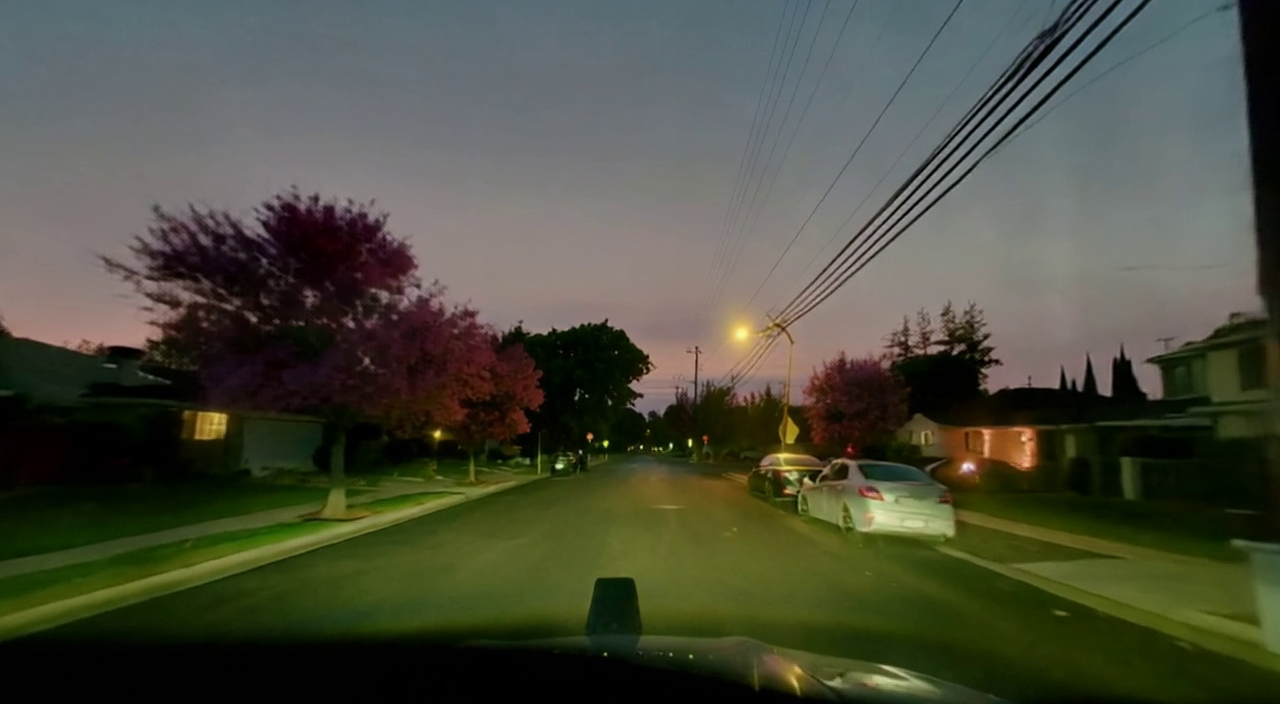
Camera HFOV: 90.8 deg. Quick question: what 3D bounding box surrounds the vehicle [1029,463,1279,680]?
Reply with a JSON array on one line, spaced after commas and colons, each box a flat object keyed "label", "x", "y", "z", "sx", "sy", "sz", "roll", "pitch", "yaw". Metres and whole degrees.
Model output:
[{"label": "vehicle", "x": 6.180, "y": 1.833, "z": 6.102, "sx": 4.526, "sy": 1.449, "sz": 2.075, "roll": 5, "pitch": -10, "yaw": -29}]

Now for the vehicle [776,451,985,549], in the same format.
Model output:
[{"label": "vehicle", "x": 4.254, "y": 2.682, "z": 12.234, "sx": 2.006, "sy": 1.489, "sz": 4.753, "roll": 1, "pitch": -9, "yaw": -3}]

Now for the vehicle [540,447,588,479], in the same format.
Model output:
[{"label": "vehicle", "x": -4.085, "y": 6.034, "z": 34.702, "sx": 1.938, "sy": 1.508, "sz": 4.481, "roll": 0, "pitch": -8, "yaw": 2}]
